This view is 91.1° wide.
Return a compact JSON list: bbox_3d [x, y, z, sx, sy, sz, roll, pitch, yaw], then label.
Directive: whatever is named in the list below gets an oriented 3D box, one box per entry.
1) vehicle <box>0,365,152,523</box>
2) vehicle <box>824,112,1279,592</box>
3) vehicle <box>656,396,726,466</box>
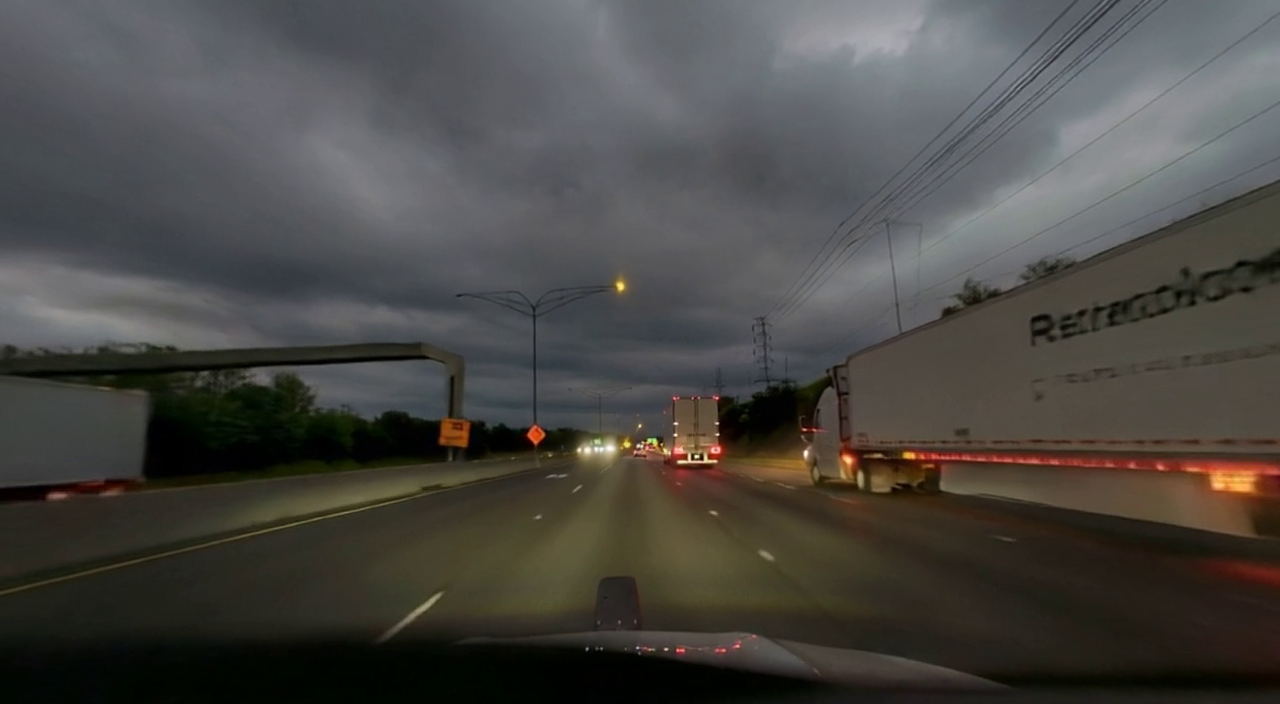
[{"bbox_3d":[-19.303,2.150,14.714,2.863,4.358,16.366,0,-9,-1],"label":"vehicle"},{"bbox_3d":[7.246,0.638,9.744,3.400,4.134,17.388,0,-9,-1],"label":"vehicle"},{"bbox_3d":[3.180,5.861,45.203,3.202,4.046,17.146,0,-9,-1],"label":"vehicle"}]
